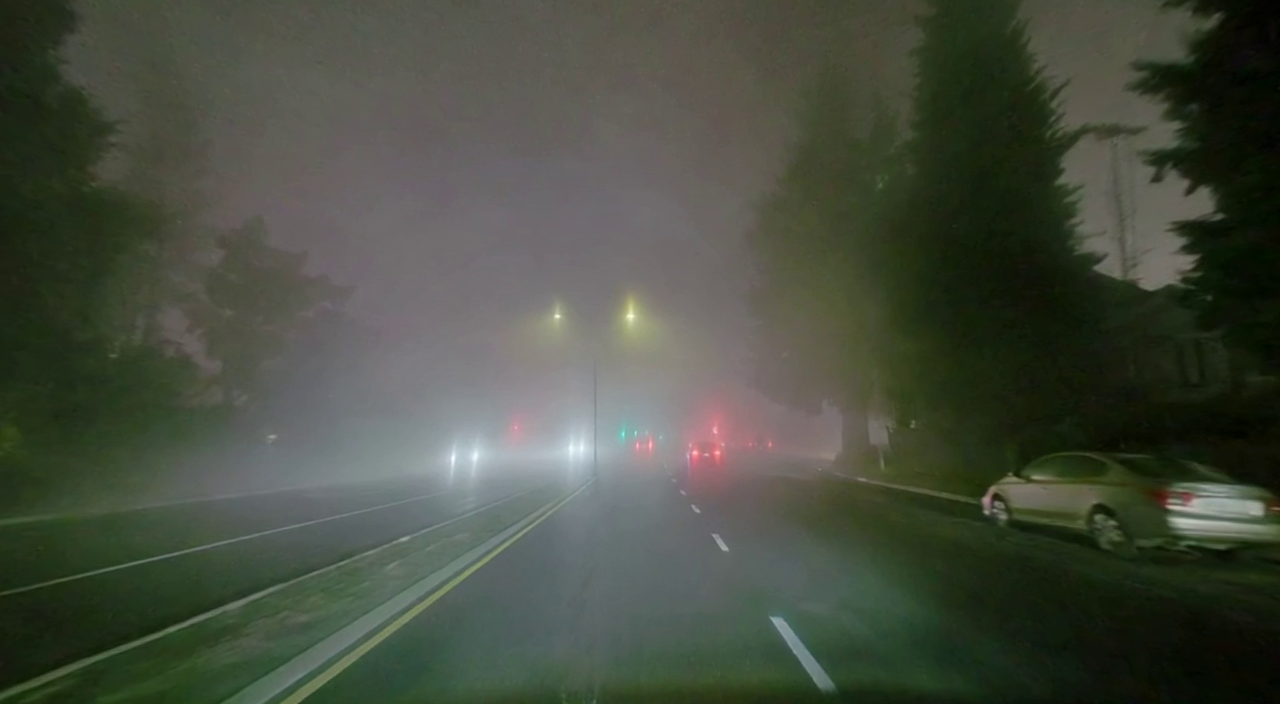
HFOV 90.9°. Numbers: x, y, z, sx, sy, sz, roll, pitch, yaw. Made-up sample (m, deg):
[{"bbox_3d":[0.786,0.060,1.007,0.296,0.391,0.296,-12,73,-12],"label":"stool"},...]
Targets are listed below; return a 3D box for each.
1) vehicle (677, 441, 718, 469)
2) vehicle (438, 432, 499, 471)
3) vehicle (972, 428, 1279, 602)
[{"bbox_3d":[3.222,5.837,35.915,1.960,1.479,4.086,0,-8,0],"label":"vehicle"},{"bbox_3d":[-11.564,6.761,42.970,2.347,2.428,6.149,0,-8,1],"label":"vehicle"},{"bbox_3d":[6.453,1.760,7.870,1.999,1.476,4.791,0,-8,0],"label":"vehicle"}]
